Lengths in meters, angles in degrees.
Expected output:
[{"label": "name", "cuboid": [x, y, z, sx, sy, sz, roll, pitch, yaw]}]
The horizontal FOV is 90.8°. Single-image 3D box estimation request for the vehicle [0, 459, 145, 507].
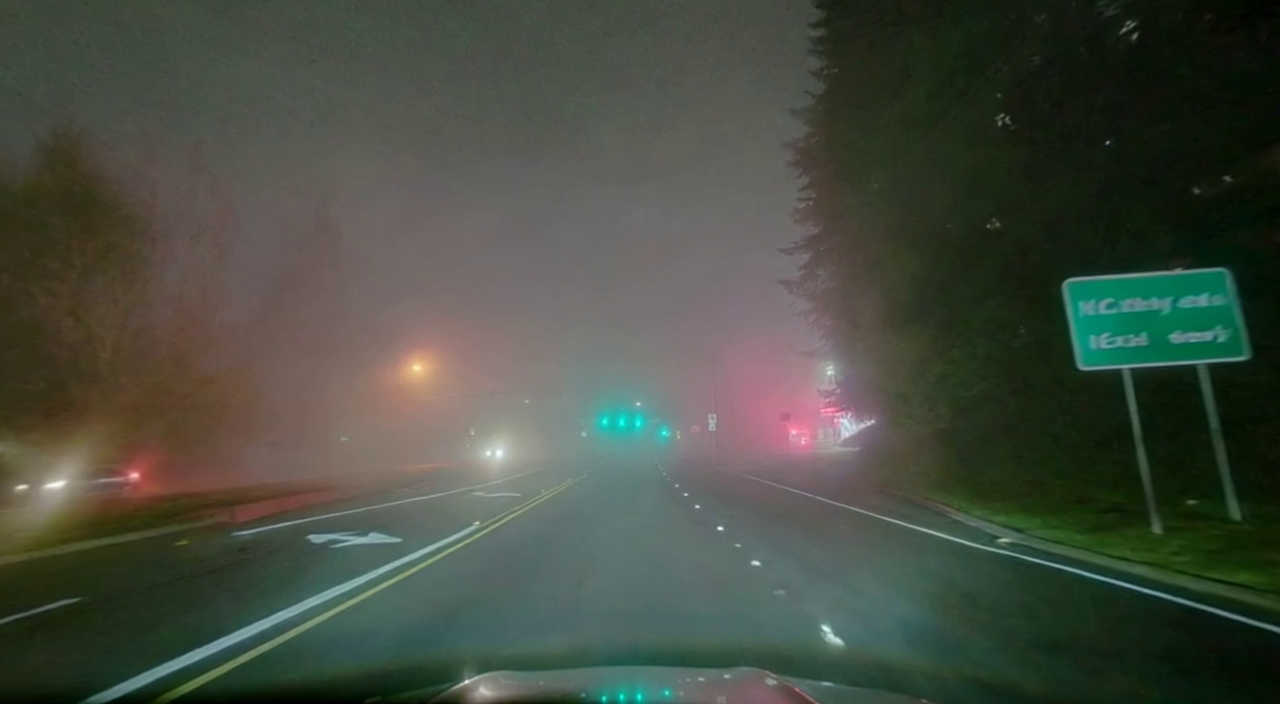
[{"label": "vehicle", "cuboid": [-21.356, 4.741, 23.260, 1.989, 1.454, 4.569, -2, -9, 13]}]
